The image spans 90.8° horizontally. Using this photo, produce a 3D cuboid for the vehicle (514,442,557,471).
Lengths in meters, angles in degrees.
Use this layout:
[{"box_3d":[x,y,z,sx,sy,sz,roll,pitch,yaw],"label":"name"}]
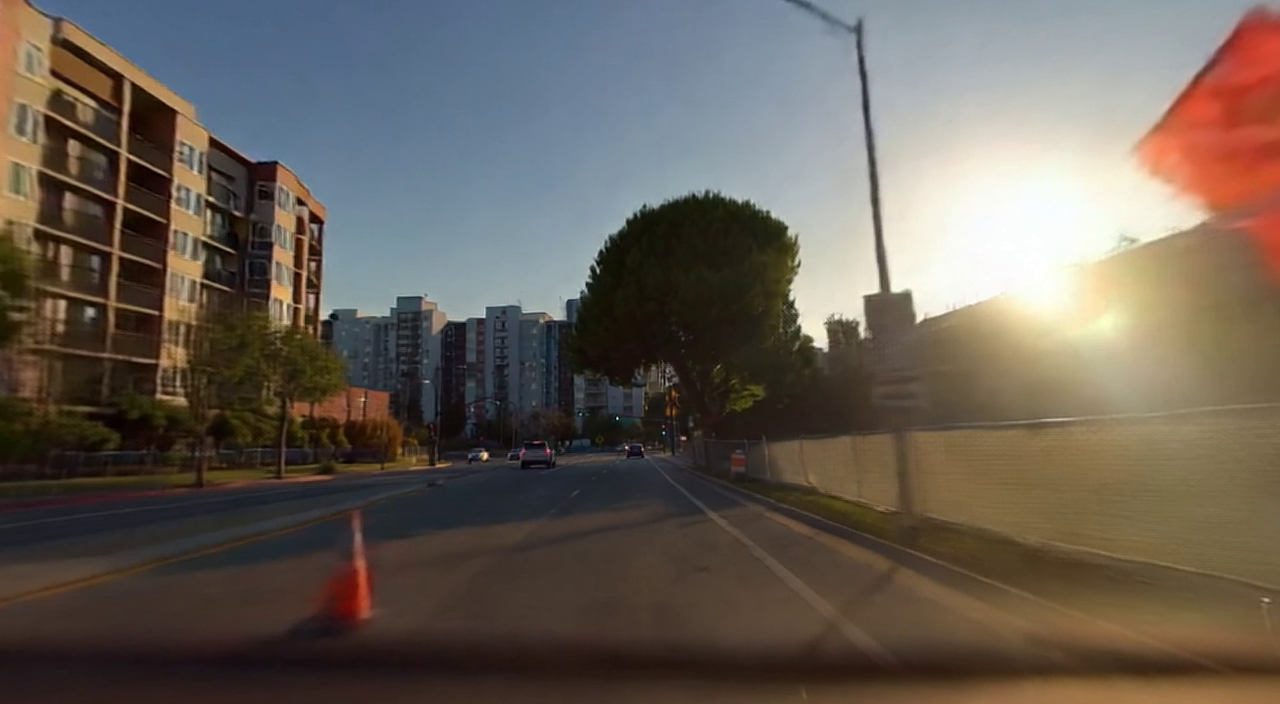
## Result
[{"box_3d":[-6.500,6.565,39.735,2.076,1.724,4.188,0,-9,-2],"label":"vehicle"}]
